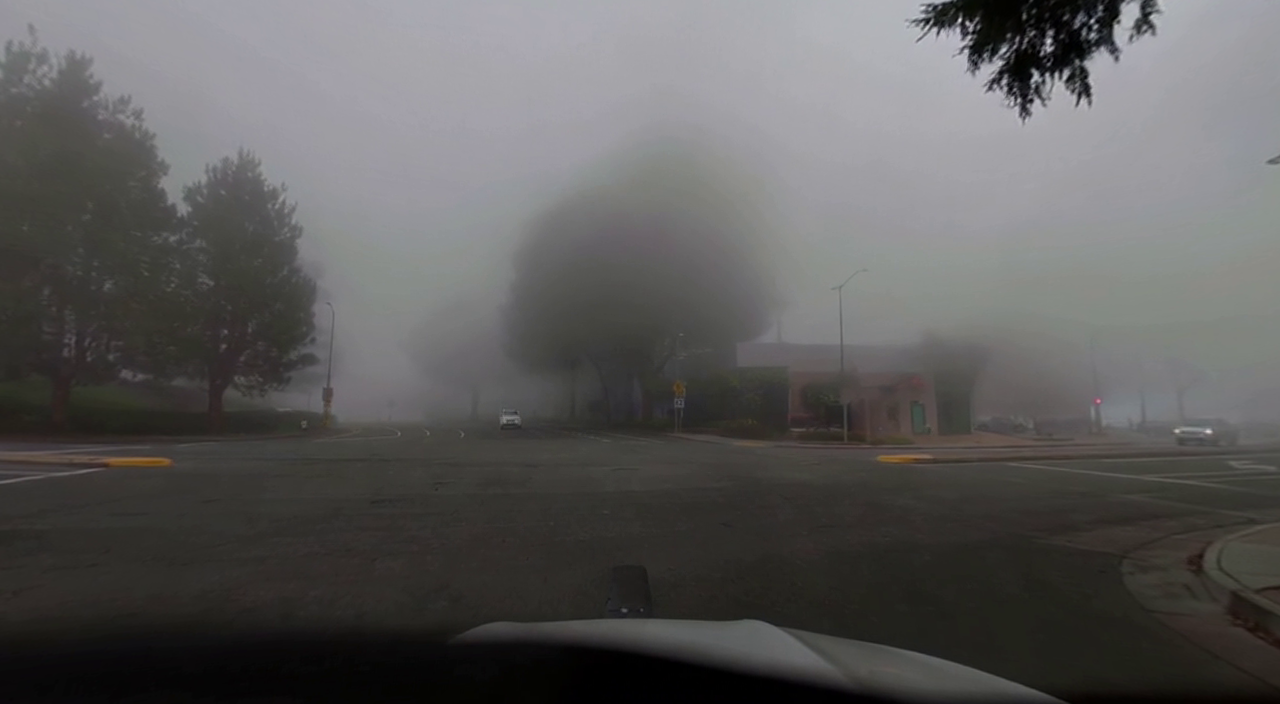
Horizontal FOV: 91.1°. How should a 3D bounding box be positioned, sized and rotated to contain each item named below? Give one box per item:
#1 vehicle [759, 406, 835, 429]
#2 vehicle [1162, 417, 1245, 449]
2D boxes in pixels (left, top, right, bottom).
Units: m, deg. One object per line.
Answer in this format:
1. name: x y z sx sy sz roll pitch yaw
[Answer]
1. vehicle: 10.754 4.547 43.099 4.674 1.483 1.745 1 -9 -9
2. vehicle: 34.936 5.076 38.874 5.333 1.837 2.124 5 -10 -30
